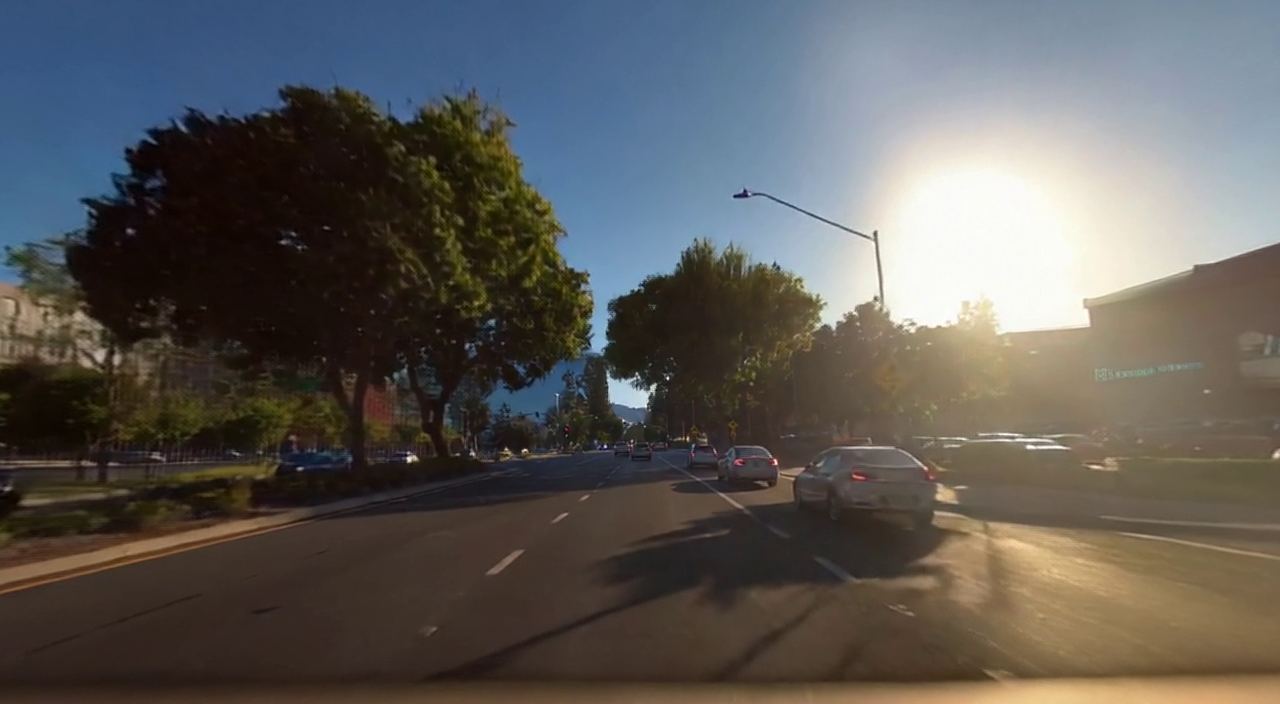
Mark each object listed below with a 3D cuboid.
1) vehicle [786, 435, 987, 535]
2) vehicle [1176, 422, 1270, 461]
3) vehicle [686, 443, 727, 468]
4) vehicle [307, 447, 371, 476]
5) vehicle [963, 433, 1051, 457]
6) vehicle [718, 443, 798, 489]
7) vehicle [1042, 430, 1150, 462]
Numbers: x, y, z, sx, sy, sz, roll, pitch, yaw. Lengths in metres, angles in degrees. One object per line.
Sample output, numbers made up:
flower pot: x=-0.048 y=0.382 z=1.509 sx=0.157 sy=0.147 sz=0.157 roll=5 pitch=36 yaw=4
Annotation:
vehicle: x=4.166 y=2.293 z=11.533 sx=1.913 sy=1.463 sz=4.198 roll=0 pitch=-8 yaw=-1
vehicle: x=28.944 y=4.453 z=31.279 sx=3.978 sy=1.515 sz=1.859 roll=-2 pitch=-8 yaw=-25
vehicle: x=4.103 y=6.469 z=39.726 sx=1.939 sy=1.474 sz=4.716 roll=0 pitch=-8 yaw=-1
vehicle: x=-17.286 y=6.267 z=36.407 sx=1.764 sy=1.563 sz=3.872 roll=0 pitch=-8 yaw=0
vehicle: x=23.837 y=6.071 z=41.109 sx=1.826 sy=1.424 sz=4.544 roll=4 pitch=-10 yaw=-28
vehicle: x=4.000 y=3.918 z=22.089 sx=1.872 sy=1.431 sz=4.270 roll=0 pitch=-8 yaw=-2
vehicle: x=23.444 y=4.854 z=32.499 sx=1.837 sy=1.536 sz=4.036 roll=6 pitch=-11 yaw=-37
